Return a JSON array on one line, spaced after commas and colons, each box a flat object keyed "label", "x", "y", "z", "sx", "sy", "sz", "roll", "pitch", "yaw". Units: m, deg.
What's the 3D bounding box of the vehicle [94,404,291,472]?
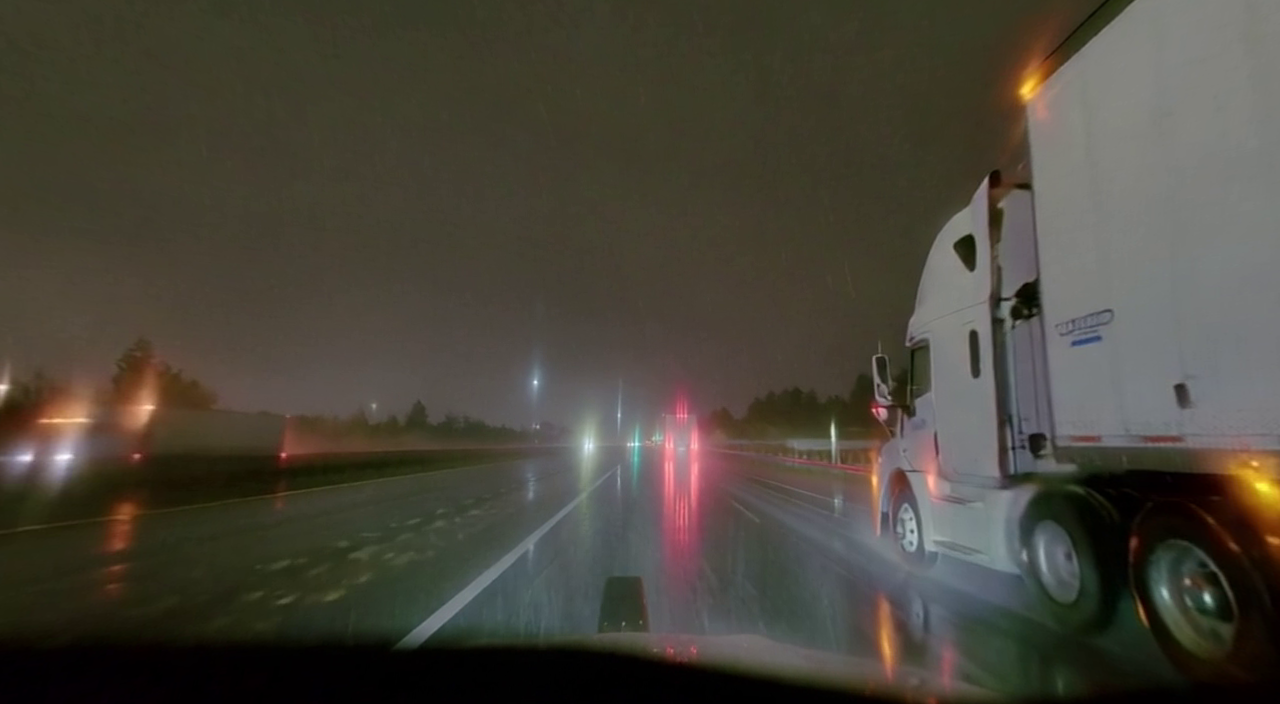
[{"label": "vehicle", "x": -32.863, "y": 6.671, "z": 48.200, "sx": 2.861, "sy": 4.219, "sz": 16.761, "roll": 0, "pitch": -8, "yaw": 0}]

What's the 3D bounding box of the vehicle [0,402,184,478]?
[{"label": "vehicle", "x": -32.908, "y": 5.377, "z": 38.469, "sx": 3.063, "sy": 4.018, "sz": 9.277, "roll": 0, "pitch": -8, "yaw": 1}]
